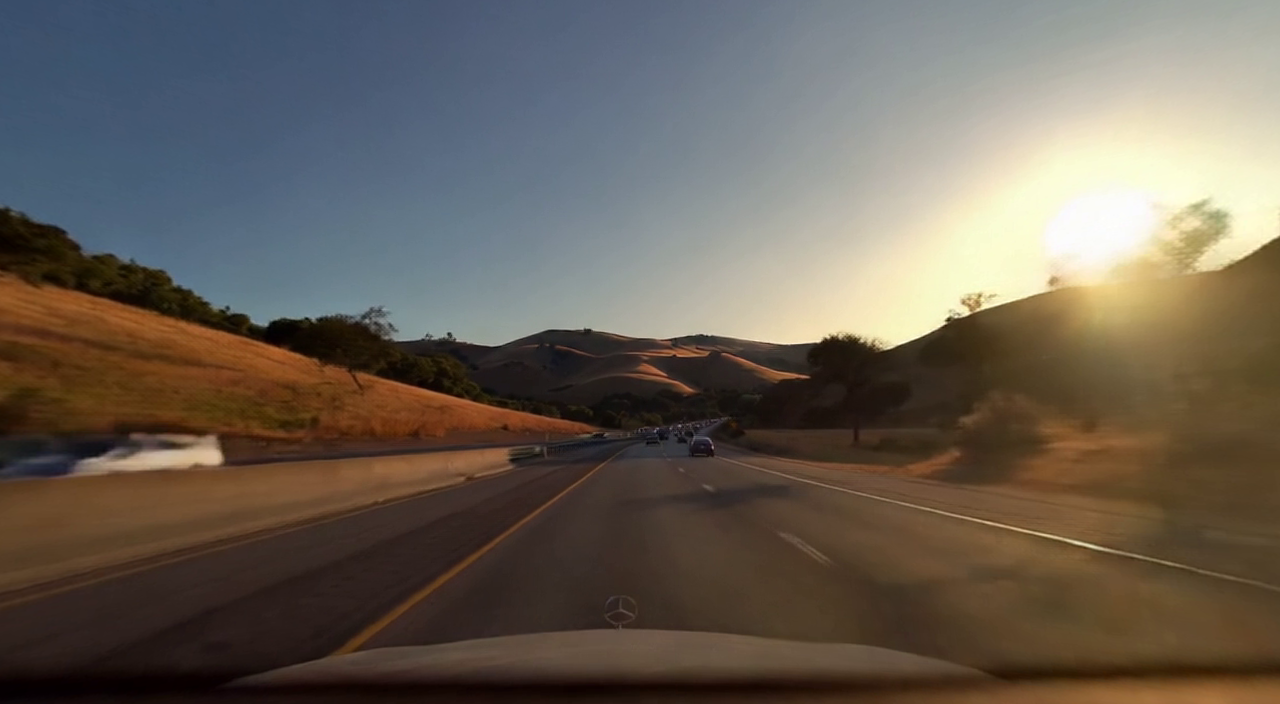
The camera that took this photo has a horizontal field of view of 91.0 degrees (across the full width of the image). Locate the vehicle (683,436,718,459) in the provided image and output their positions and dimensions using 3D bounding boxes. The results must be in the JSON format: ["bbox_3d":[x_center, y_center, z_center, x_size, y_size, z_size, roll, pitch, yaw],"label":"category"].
[{"bbox_3d":[4.050,6.481,42.835,1.943,1.490,4.246,0,-8,0],"label":"vehicle"}]

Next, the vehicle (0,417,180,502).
[{"bbox_3d":[-13.962,2.530,15.209,2.098,1.724,4.494,0,-8,3],"label":"vehicle"}]
